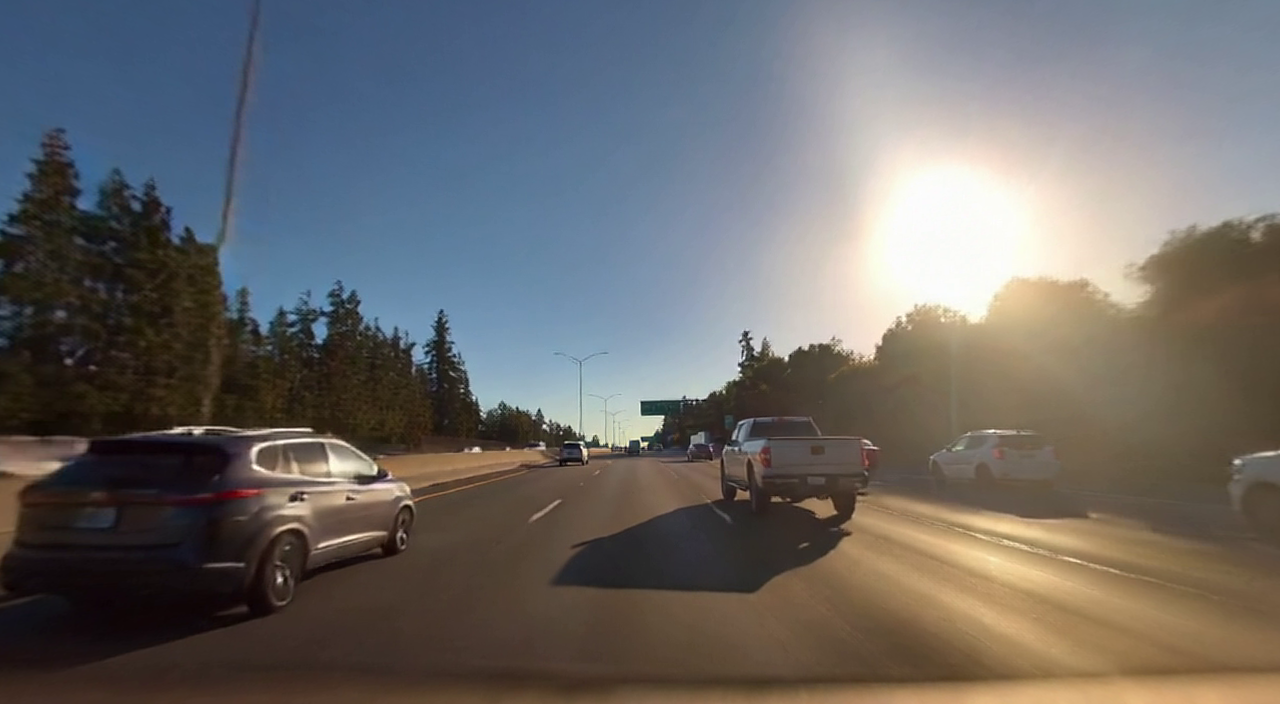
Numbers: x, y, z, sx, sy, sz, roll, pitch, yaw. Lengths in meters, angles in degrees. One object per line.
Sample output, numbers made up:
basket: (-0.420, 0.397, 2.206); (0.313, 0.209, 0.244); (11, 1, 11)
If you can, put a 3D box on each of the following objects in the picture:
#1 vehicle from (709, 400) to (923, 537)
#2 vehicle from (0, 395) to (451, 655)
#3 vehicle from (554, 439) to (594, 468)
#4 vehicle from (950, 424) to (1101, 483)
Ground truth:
vehicle: (2.729, 2.019, 11.576); (2.200, 1.870, 5.649); (0, -8, -1)
vehicle: (-3.610, 1.436, 6.307); (2.119, 1.654, 4.353); (0, -8, 0)
vehicle: (-3.933, 6.130, 38.364); (1.992, 1.651, 4.185); (0, -8, 0)
vehicle: (13.144, 3.514, 22.013); (2.076, 1.799, 4.871); (0, -8, -1)
